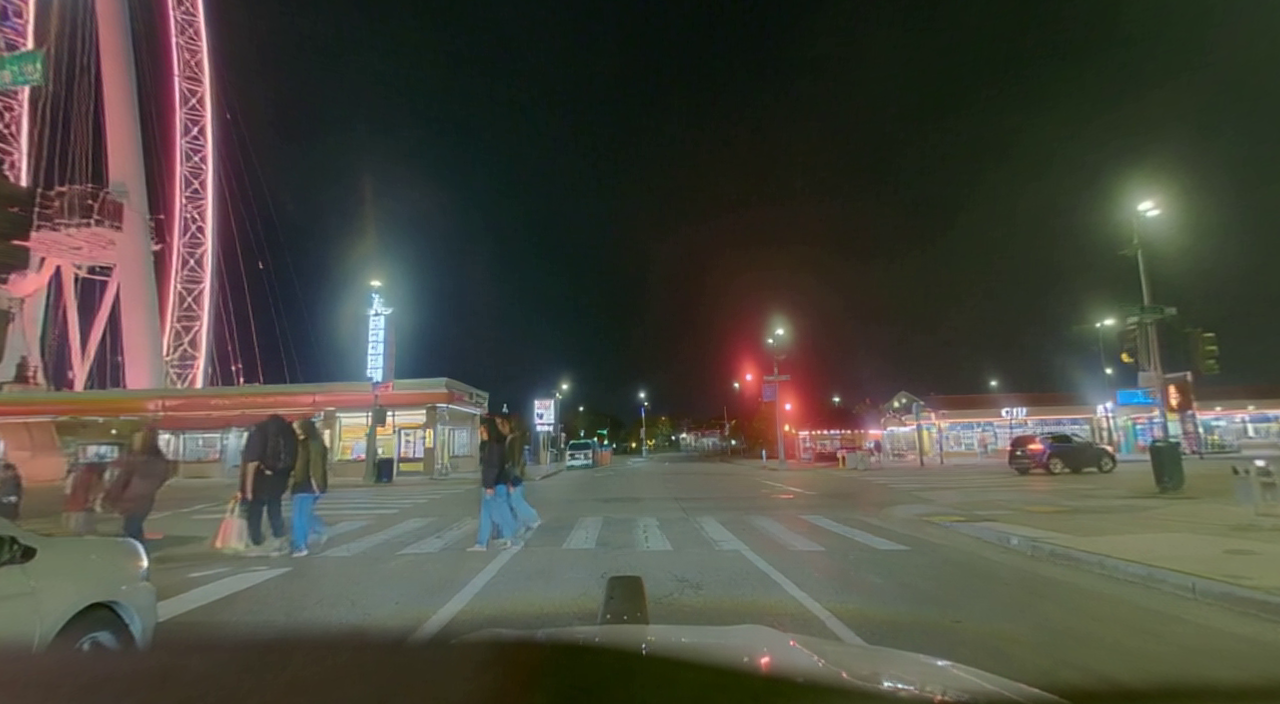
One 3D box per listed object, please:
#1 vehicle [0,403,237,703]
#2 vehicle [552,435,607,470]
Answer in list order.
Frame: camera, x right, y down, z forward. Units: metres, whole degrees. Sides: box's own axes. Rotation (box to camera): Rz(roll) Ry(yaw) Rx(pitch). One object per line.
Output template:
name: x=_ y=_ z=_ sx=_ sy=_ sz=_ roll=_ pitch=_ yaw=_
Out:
vehicle: x=-3.366 y=0.787 z=1.187 sx=1.940 sy=1.505 sz=4.676 roll=-1 pitch=-9 yaw=3
vehicle: x=-3.938 y=6.381 z=40.254 sx=2.549 sy=2.000 sz=5.699 roll=2 pitch=-9 yaw=-15
